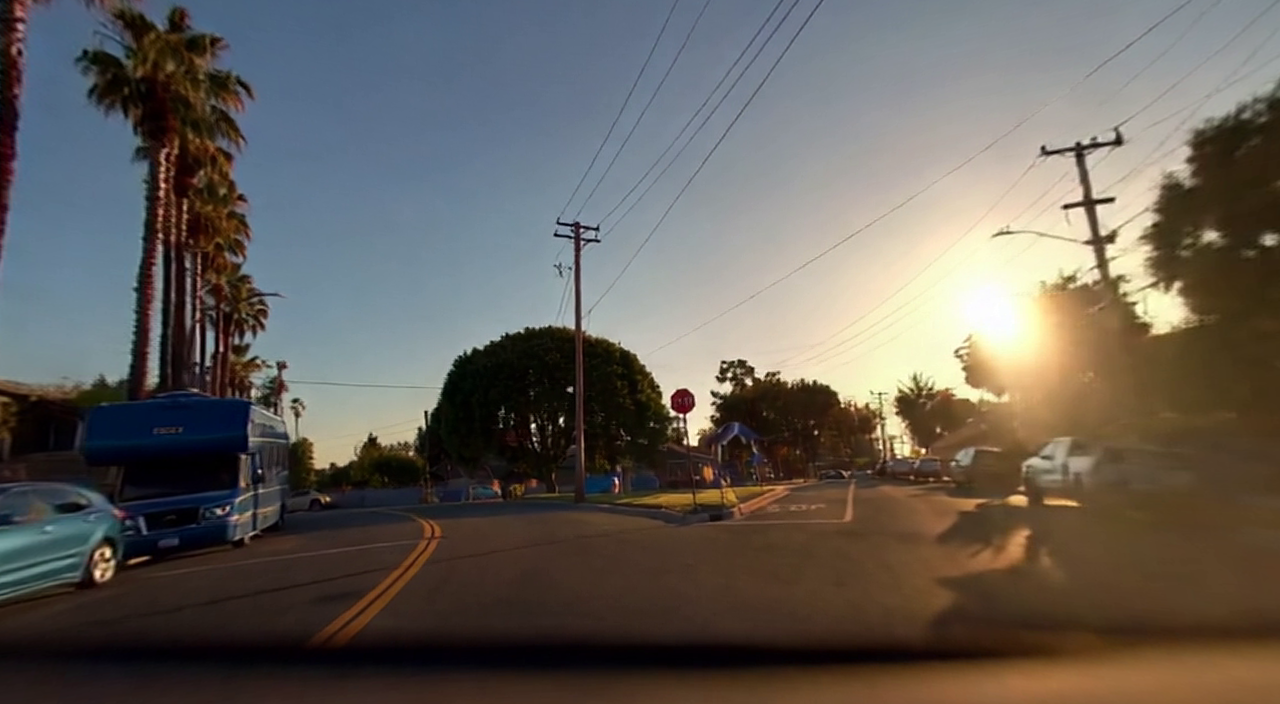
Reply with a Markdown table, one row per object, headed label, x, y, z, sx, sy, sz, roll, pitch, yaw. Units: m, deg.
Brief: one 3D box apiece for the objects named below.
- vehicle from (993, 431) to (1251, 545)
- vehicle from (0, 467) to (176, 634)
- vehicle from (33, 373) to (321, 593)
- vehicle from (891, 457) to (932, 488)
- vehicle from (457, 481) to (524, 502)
| label | x | y | z | sx | sy | sz | roll | pitch | yaw |
| --- | --- | --- | --- | --- | --- | --- | --- | --- | --- |
| vehicle | 9.902 | 2.740 | 13.864 | 2.508 | 1.887 | 5.930 | -3 | -8 | 17 |
| vehicle | -7.931 | 2.267 | 7.473 | 2.103 | 1.599 | 4.865 | 1 | -9 | -13 |
| vehicle | -10.863 | 3.047 | 16.695 | 3.216 | 3.720 | 11.364 | 2 | -9 | -22 |
| vehicle | 19.655 | 8.702 | 45.943 | 1.974 | 1.894 | 4.810 | -3 | -8 | 14 |
| vehicle | -11.598 | 10.876 | 49.275 | 4.966 | 1.377 | 1.739 | 1 | -9 | -9 |
